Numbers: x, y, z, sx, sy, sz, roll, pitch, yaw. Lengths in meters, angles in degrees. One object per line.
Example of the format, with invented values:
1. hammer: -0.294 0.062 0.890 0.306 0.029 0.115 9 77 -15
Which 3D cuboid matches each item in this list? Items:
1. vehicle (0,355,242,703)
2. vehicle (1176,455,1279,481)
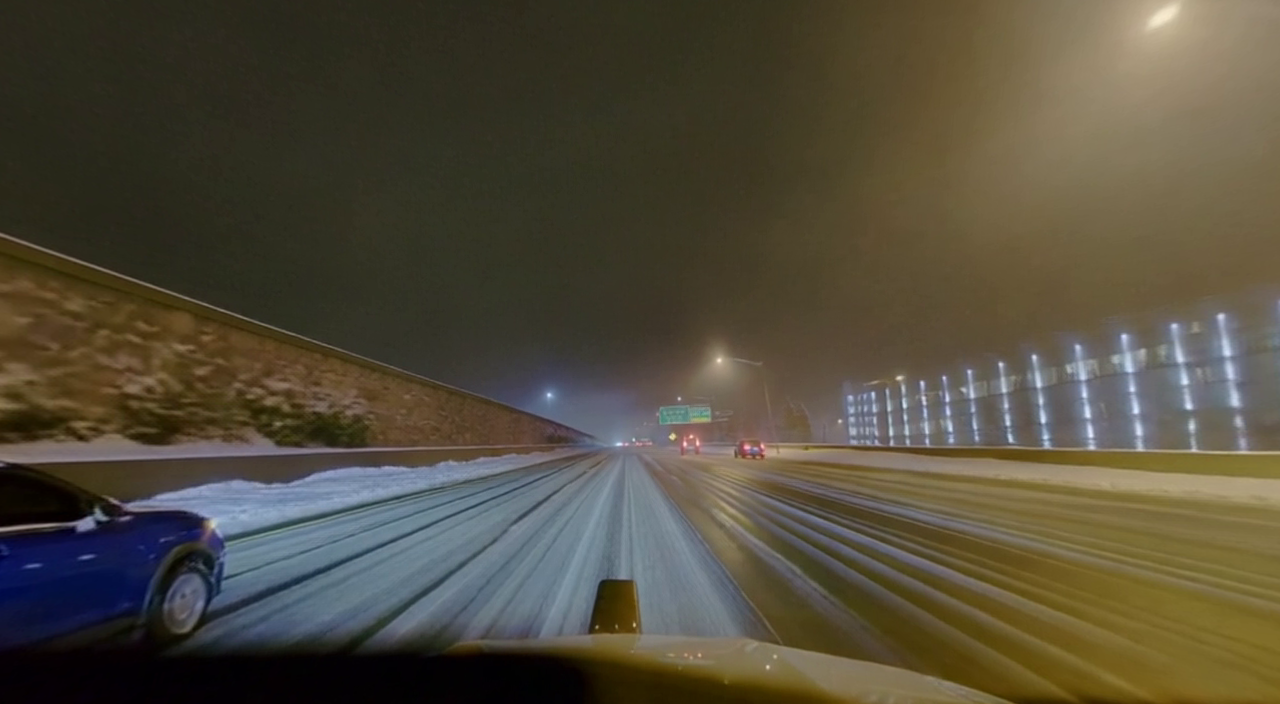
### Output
1. vehicle: -3.779 0.760 2.148 2.070 1.641 4.315 0 -8 -1
2. vehicle: 34.274 6.775 36.904 4.252 1.444 1.702 0 -8 1
